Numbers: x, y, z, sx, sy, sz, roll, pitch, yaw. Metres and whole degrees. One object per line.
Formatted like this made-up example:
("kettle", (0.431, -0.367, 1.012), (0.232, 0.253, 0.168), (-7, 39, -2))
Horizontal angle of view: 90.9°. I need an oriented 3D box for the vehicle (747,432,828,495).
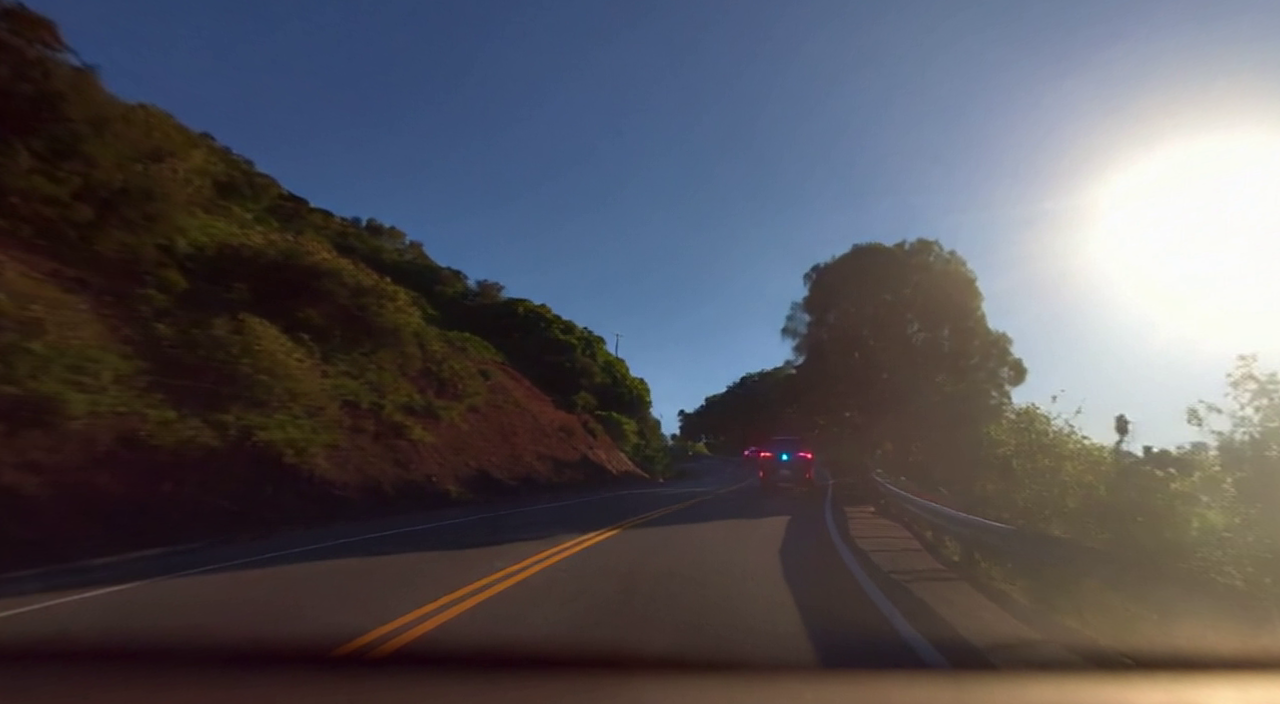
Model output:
("vehicle", (5.493, 3.989, 23.076), (2.500, 1.961, 5.637), (-3, -9, 15))
